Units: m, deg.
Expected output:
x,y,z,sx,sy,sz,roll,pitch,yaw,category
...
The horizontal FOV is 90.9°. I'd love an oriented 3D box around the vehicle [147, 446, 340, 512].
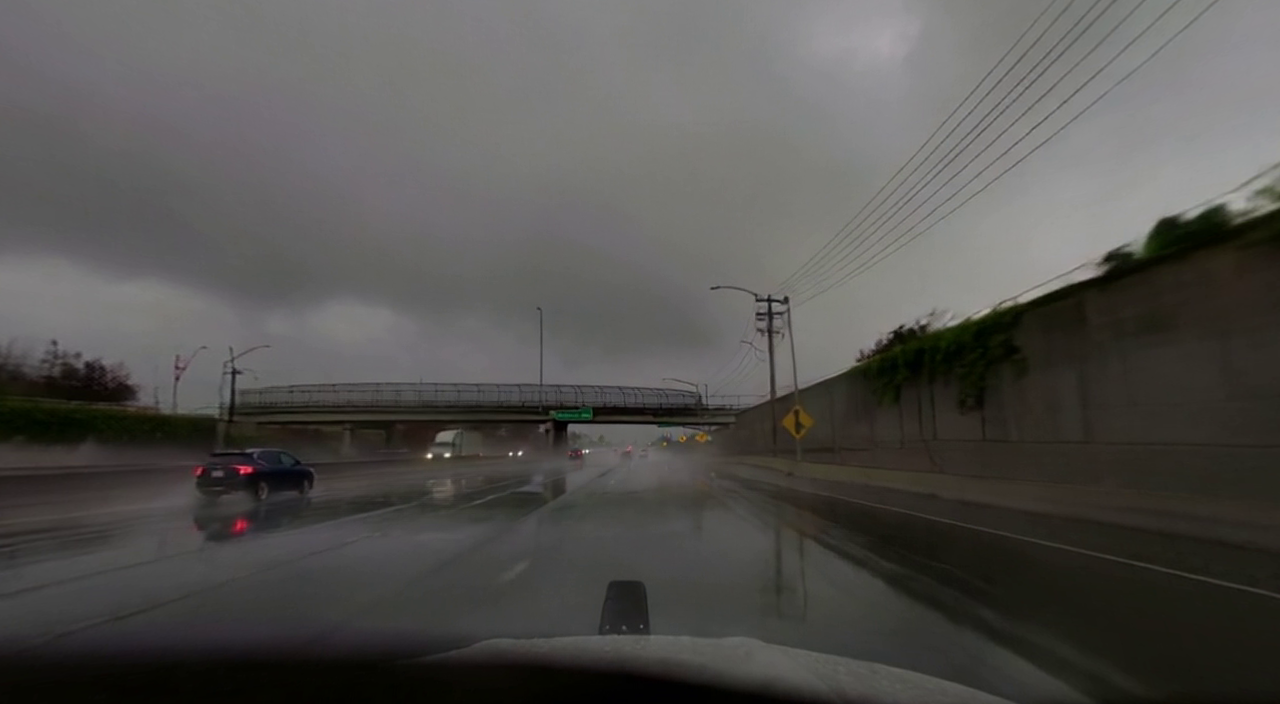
x,y,z,sx,sy,sz,roll,pitch,yaw,category
-10.102,3.221,16.623,2.056,1.476,4.562,0,-8,1,vehicle
